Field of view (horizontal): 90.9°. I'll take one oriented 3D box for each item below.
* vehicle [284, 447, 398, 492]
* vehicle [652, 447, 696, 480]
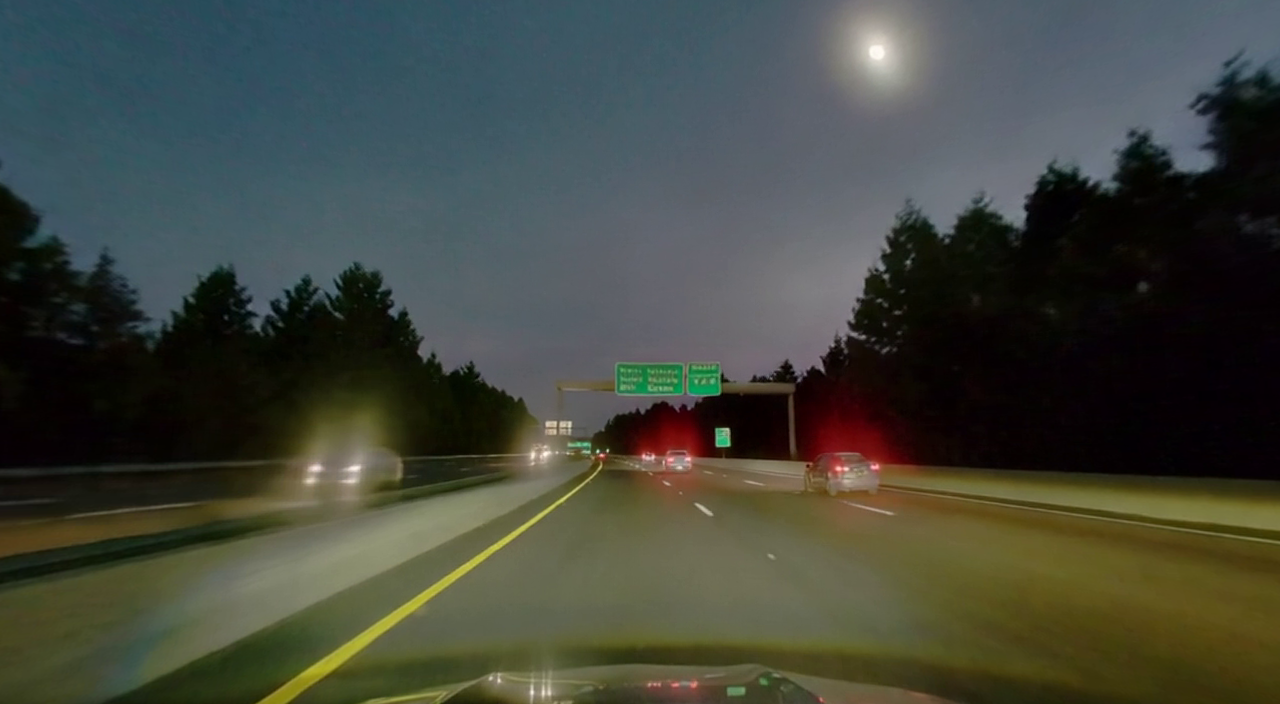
[{"bbox_3d":[-10.955,4.308,23.551,1.988,1.457,4.737,0,-9,-1],"label":"vehicle"},{"bbox_3d":[1.729,5.797,33.003,2.011,1.590,3.607,0,-9,-2],"label":"vehicle"}]
